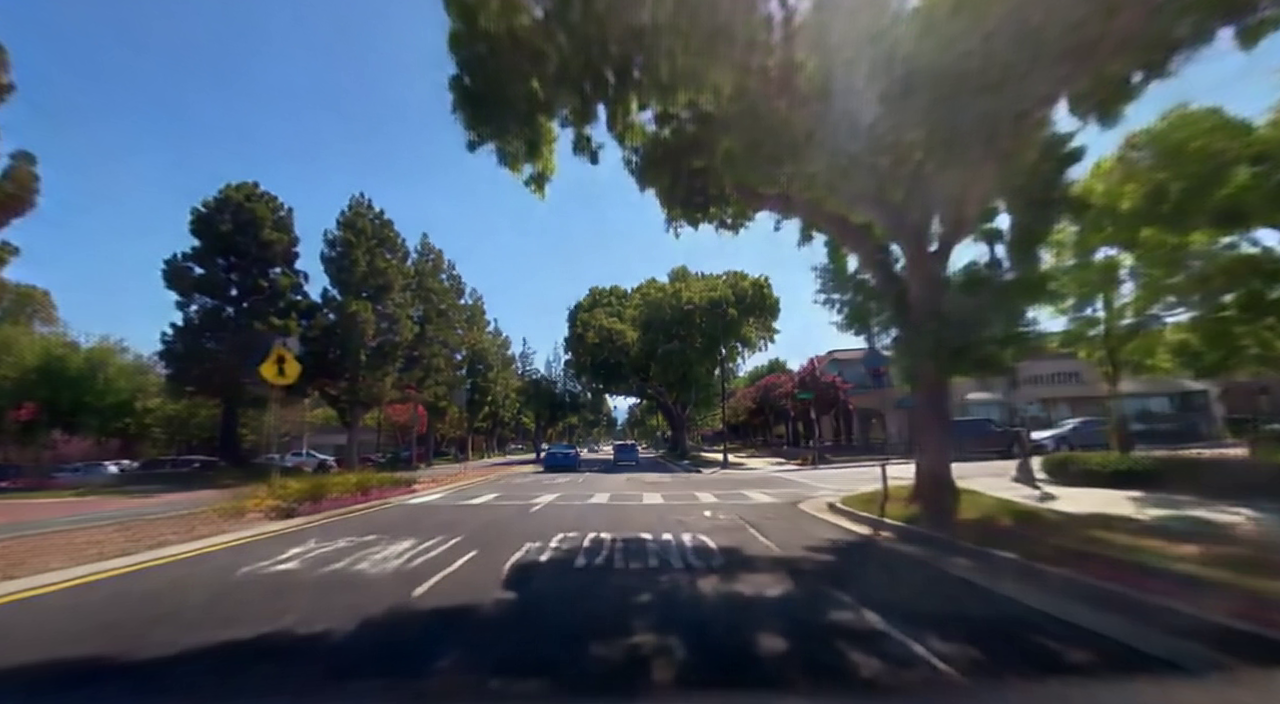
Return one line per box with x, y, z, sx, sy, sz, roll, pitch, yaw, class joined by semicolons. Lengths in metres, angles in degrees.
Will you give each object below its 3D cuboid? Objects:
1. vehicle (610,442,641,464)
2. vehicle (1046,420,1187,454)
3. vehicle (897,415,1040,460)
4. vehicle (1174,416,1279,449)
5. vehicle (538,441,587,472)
-1.026;7.455;46.602;2.187;1.478;4.138;0;-8;-1;vehicle
22.258;4.011;29.525;5.025;1.532;1.958;0;-8;-1;vehicle
15.111;3.991;29.235;5.230;2.007;2.410;0;-8;1;vehicle
28.203;3.836;29.685;4.444;1.482;1.883;1;-9;-6;vehicle
-3.964;5.454;33.101;2.083;1.460;4.527;0;-8;-1;vehicle
